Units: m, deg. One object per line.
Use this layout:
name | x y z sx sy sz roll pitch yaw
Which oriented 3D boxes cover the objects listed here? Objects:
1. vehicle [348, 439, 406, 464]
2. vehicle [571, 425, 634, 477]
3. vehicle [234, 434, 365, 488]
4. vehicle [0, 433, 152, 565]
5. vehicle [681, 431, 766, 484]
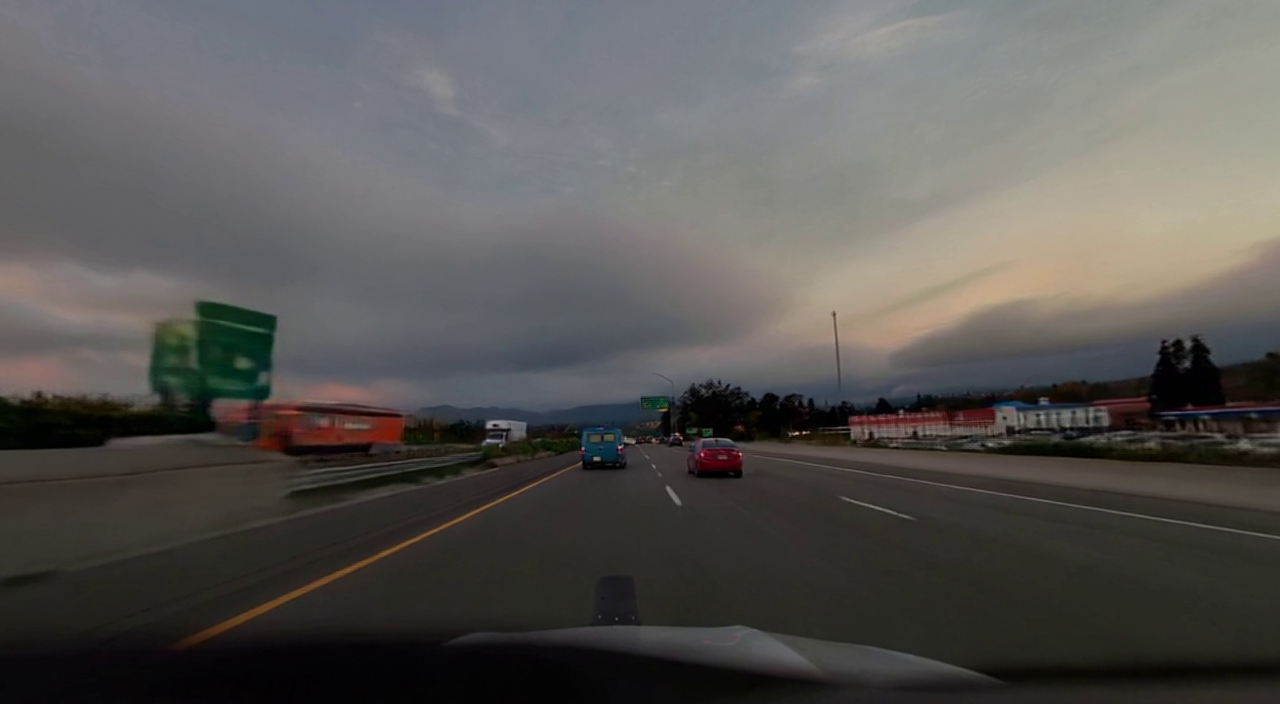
vehicle | -16.974 6.420 40.915 1.804 1.525 4.619 0 -8 0
vehicle | -1.290 3.644 23.534 2.061 1.732 4.457 0 -8 0
vehicle | -12.063 3.852 22.745 2.180 1.748 4.368 0 -8 1
vehicle | -9.690 2.011 8.727 2.166 1.761 4.535 0 -8 0
vehicle | 2.661 3.481 21.289 2.151 1.550 4.694 0 -8 -1
